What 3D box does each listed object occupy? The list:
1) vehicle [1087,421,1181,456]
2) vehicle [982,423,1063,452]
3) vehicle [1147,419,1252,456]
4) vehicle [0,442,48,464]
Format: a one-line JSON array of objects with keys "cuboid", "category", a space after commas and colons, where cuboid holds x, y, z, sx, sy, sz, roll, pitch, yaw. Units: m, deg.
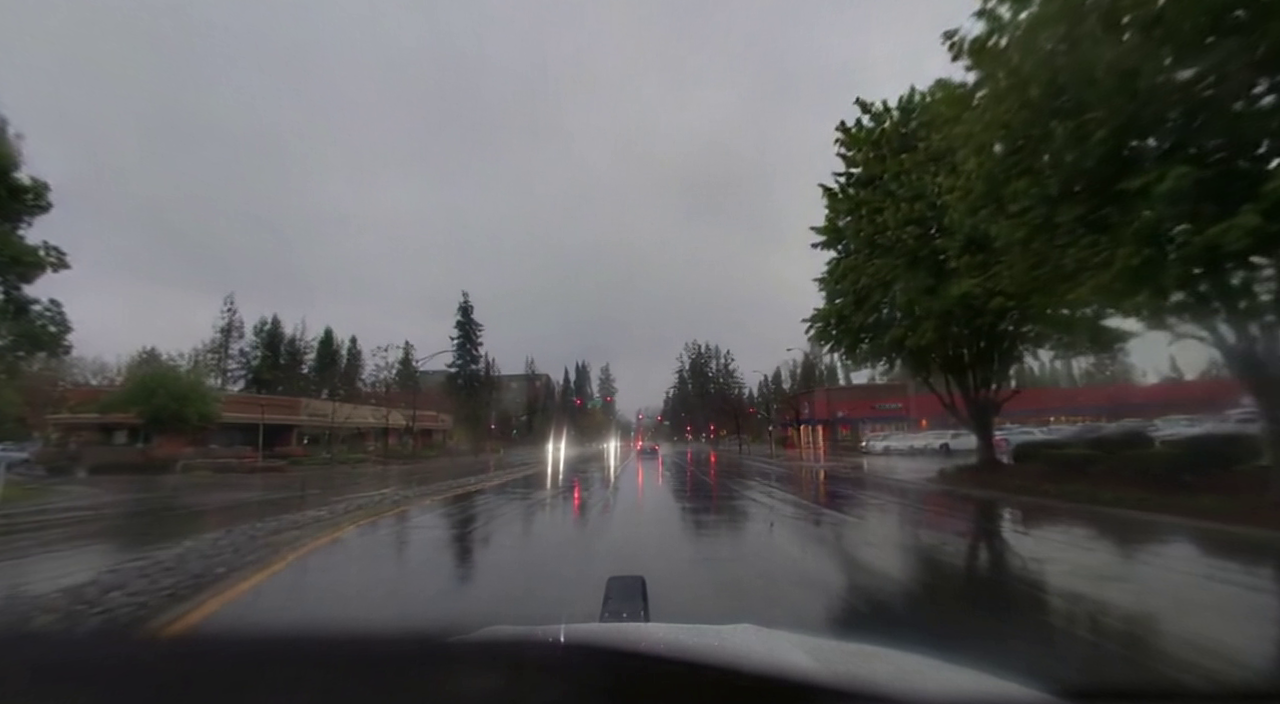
[{"cuboid": [20.853, 3.650, 26.639, 3.179, 1.322, 1.521, 1, -8, -19], "category": "vehicle"}, {"cuboid": [24.656, 5.594, 40.867, 1.850, 1.745, 4.514, 1, -9, -11], "category": "vehicle"}, {"cuboid": [21.559, 3.283, 24.330, 3.143, 1.303, 1.491, 1, -8, -17], "category": "vehicle"}, {"cuboid": [-45.563, 7.332, 45.454, 3.870, 1.435, 1.819, -2, -9, -3], "category": "vehicle"}]
